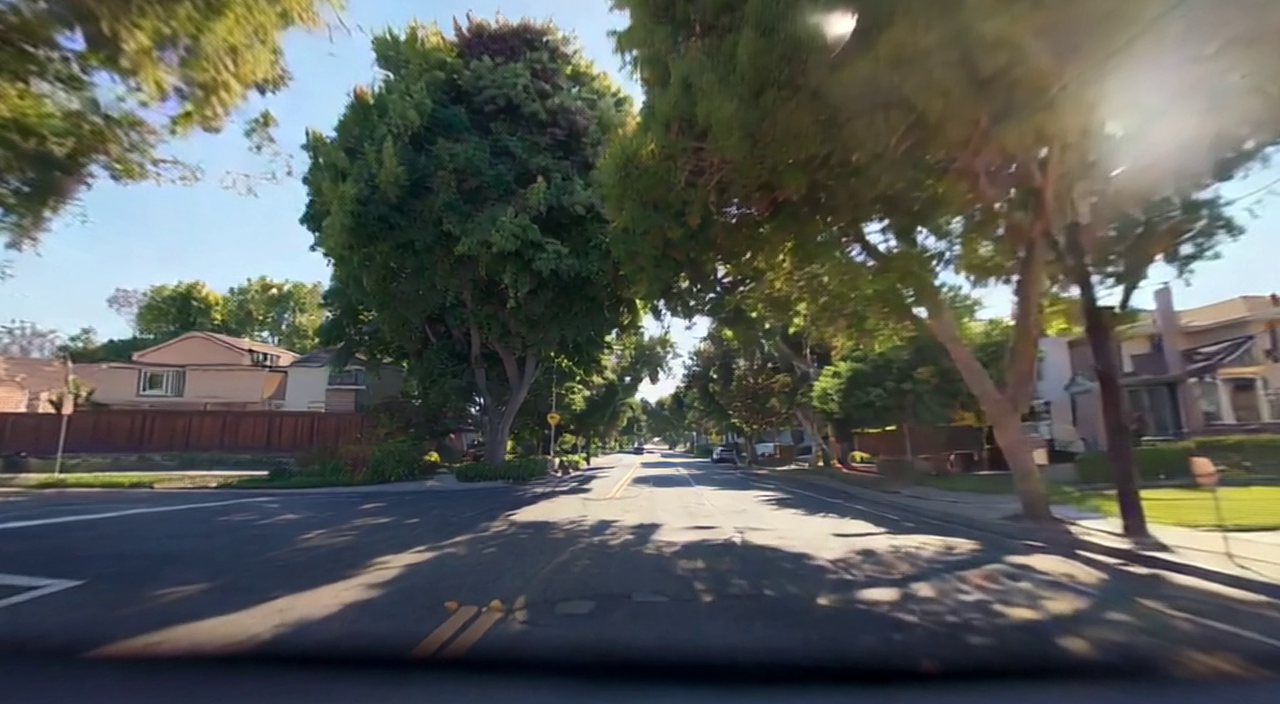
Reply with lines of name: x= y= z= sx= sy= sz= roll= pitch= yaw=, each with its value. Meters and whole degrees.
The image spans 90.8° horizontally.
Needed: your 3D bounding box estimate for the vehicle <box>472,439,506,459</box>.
vehicle: x=-11.422 y=7.357 z=47.939 sx=1.821 sy=1.507 sz=3.621 roll=0 pitch=-9 yaw=-3
